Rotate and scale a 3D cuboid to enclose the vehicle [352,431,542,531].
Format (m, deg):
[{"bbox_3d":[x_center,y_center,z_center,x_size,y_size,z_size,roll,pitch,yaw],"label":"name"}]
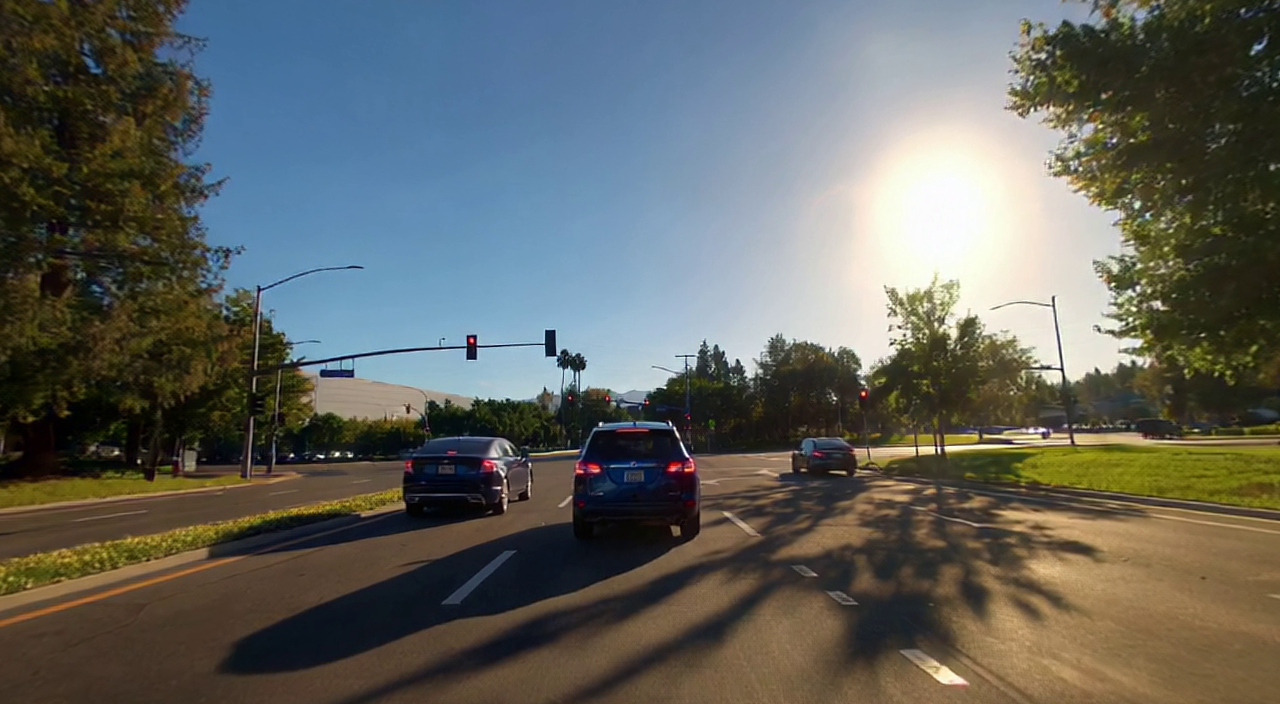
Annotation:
[{"bbox_3d":[-3.366,2.366,12.304,2.061,1.504,5.142,0,-8,0],"label":"vehicle"}]

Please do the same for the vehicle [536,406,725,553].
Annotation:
[{"bbox_3d":[-0.106,1.861,9.837,2.298,1.770,4.138,0,-8,0],"label":"vehicle"}]

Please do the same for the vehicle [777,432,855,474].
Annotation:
[{"bbox_3d":[8.025,4.661,29.261,2.166,1.761,4.692,0,-8,-2],"label":"vehicle"}]
